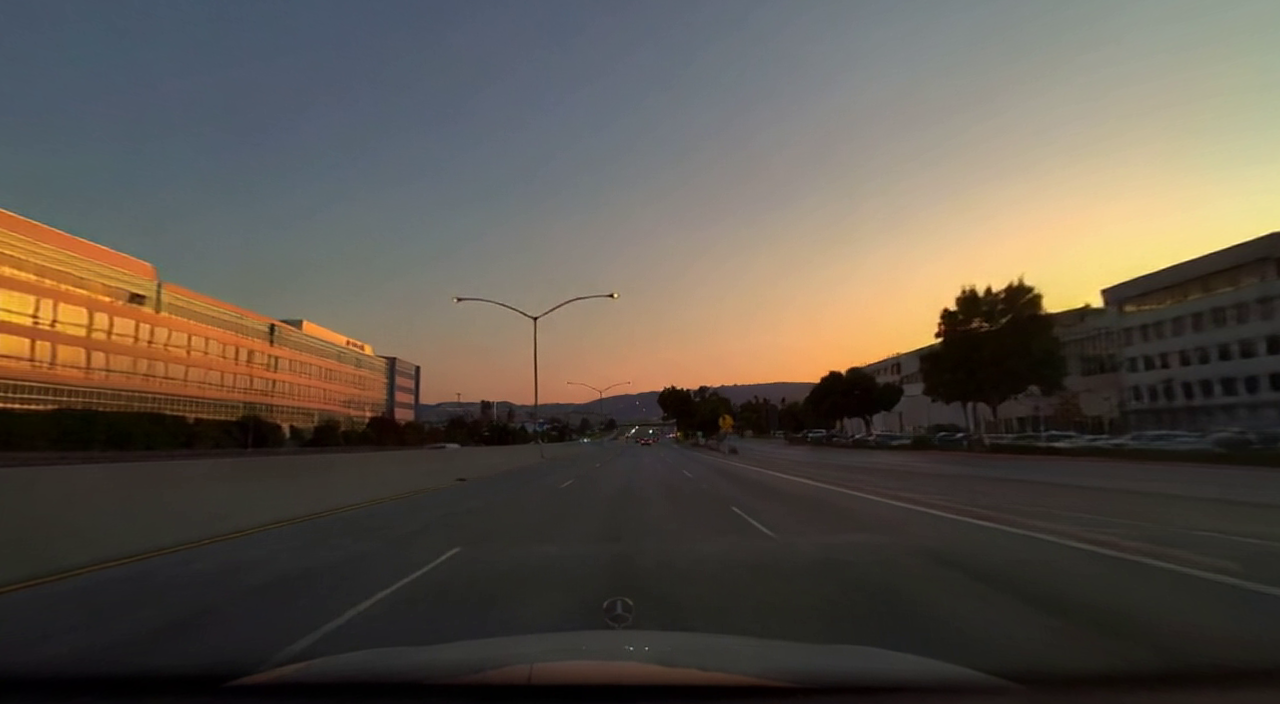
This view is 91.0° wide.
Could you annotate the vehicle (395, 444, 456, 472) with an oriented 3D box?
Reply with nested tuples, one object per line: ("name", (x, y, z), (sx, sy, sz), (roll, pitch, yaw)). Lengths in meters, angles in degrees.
("vehicle", (-12.441, 6.141, 36.850), (1.902, 1.469, 4.645), (-1, -8, 1))
